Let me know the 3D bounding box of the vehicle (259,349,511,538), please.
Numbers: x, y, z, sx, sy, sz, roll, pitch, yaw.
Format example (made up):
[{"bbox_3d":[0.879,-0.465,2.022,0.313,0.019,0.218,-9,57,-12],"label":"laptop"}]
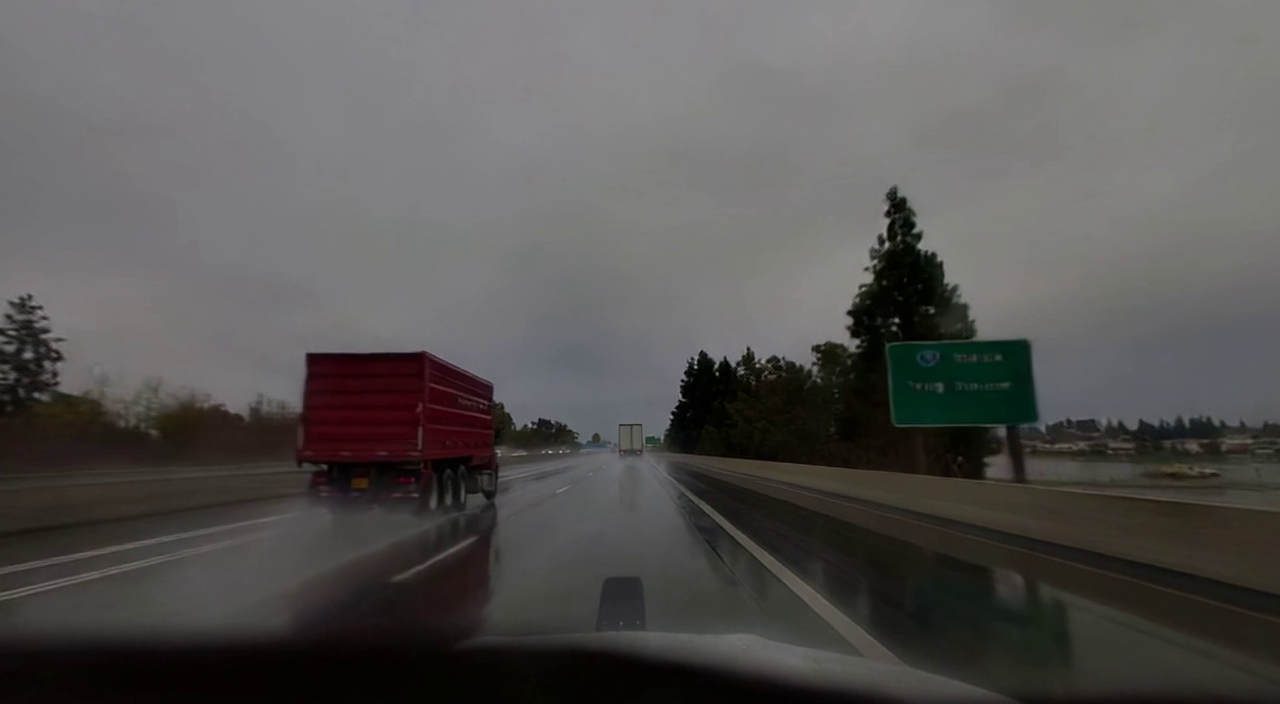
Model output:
[{"bbox_3d":[-4.423,1.837,12.592,2.368,2.813,6.329,0,-9,0],"label":"vehicle"}]
